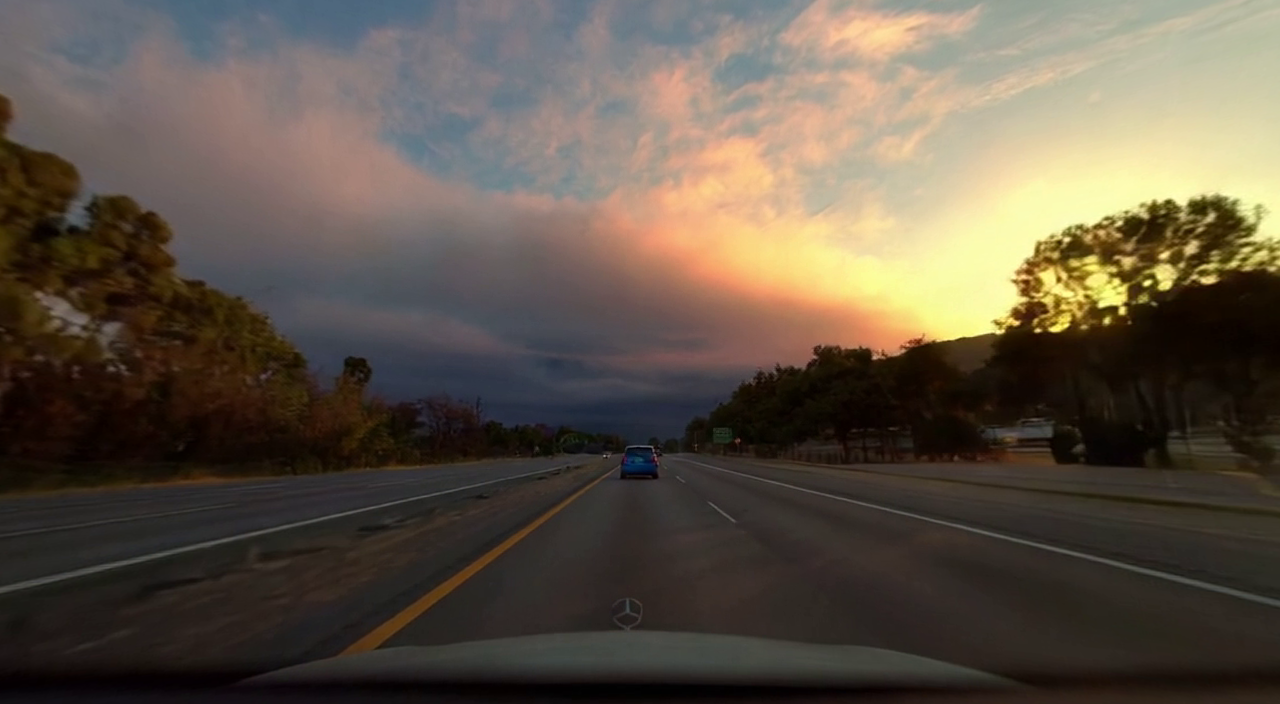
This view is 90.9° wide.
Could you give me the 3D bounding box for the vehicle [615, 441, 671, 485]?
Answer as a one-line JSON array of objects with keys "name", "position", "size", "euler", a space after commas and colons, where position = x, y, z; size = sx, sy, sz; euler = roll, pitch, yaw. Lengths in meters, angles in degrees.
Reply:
[{"name": "vehicle", "position": [0.147, 4.680, 26.825], "size": [2.190, 1.706, 4.062], "euler": [0, -9, 1]}]
